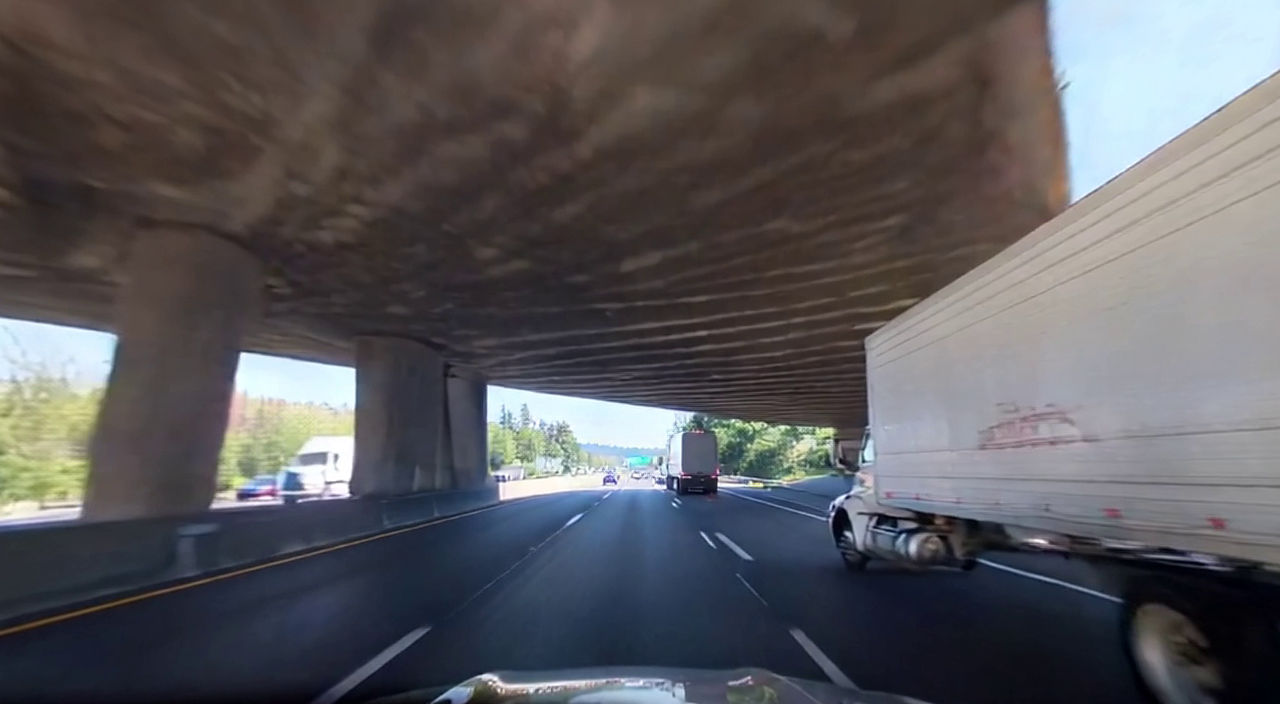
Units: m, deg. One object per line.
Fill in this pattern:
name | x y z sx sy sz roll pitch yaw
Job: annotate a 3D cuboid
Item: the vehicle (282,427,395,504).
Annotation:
vehicle | -19.393 7.467 41.341 3.253 4.467 7.826 1 -10 1
